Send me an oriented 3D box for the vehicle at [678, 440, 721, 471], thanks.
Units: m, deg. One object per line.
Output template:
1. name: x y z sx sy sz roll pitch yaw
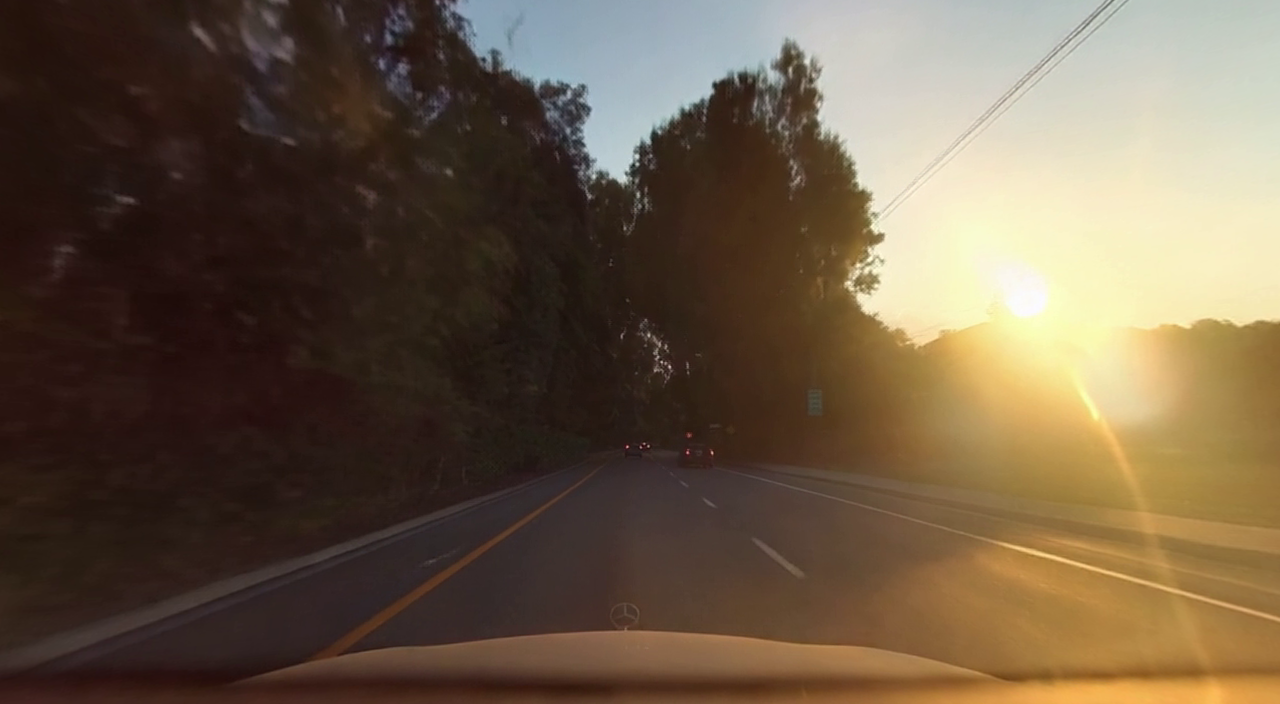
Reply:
1. vehicle: 3.259 5.770 35.492 1.888 1.640 4.044 0 -8 -2
